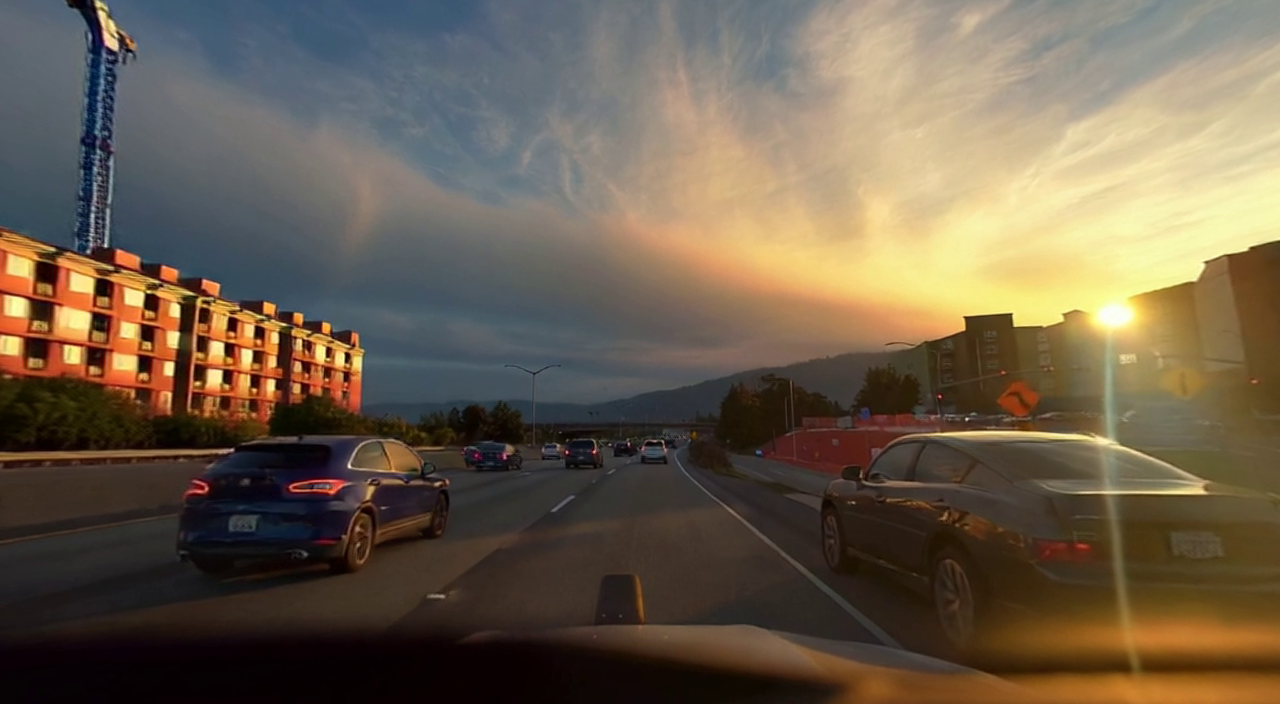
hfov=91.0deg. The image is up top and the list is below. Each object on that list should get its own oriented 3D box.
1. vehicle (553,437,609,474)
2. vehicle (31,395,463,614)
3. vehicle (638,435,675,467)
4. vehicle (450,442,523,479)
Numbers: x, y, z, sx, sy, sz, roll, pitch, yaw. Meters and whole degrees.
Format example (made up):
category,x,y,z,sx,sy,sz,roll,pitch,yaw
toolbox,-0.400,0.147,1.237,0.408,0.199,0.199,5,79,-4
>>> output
category,x,y,z,sx,sy,sz,roll,pitch,yaw
vehicle,-2.823,5.099,31.218,2.109,1.657,4.554,0,-8,3
vehicle,-3.759,1.530,7.266,2.045,1.710,4.382,0,-8,1
vehicle,0.985,5.957,38.104,2.116,1.763,4.352,0,-8,2
vehicle,-6.703,4.776,28.050,1.959,1.486,4.460,0,-8,2
